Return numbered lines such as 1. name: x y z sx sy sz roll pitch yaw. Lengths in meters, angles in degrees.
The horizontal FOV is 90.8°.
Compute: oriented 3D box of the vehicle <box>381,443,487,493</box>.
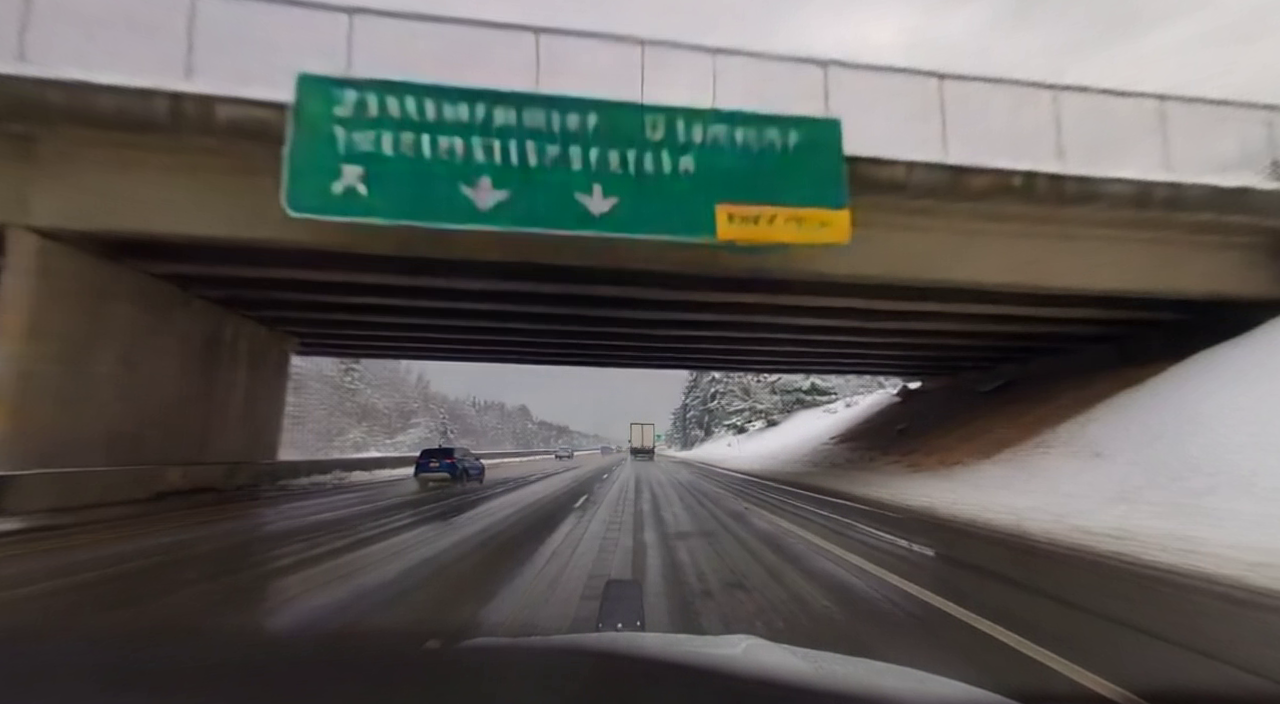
1. vehicle: -6.791 3.860 21.435 2.038 1.489 4.603 0 -9 0
